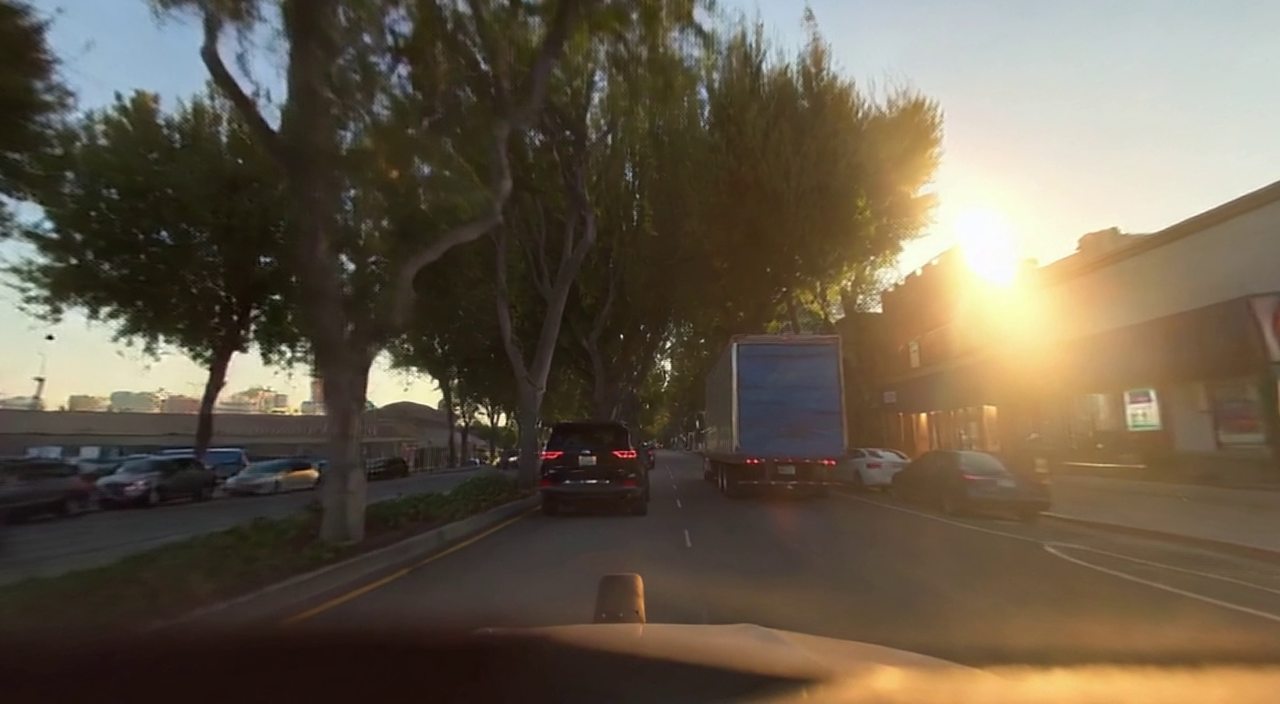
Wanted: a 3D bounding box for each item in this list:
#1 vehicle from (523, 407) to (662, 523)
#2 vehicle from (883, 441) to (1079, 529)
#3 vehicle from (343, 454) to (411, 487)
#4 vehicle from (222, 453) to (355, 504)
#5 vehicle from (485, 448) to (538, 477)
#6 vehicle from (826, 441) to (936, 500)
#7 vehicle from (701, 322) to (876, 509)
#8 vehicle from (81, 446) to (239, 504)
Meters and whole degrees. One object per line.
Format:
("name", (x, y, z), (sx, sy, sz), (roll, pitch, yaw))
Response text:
("vehicle", (-0.778, 2.379, 13.766), (2.293, 2.036, 4.853), (-1, -9, 4))
("vehicle", (6.848, 2.676, 13.319), (1.929, 1.522, 4.158), (-1, -9, 2))
("vehicle", (-15.509, 6.976, 37.514), (1.874, 1.506, 4.781), (-7, -9, 1))
("vehicle", (-12.081, 4.348, 22.147), (1.966, 1.442, 4.466), (-3, -9, 2))
("vehicle", (-7.245, 6.242, 35.991), (2.056, 1.534, 4.645), (0, -9, 0))
("vehicle", (7.127, 3.518, 19.187), (1.739, 1.582, 4.282), (0, -9, 2))
("vehicle", (3.923, 2.353, 20.639), (3.007, 4.206, 12.913), (0, -9, 2))
("vehicle", (-21.143, 5.368, 28.278), (2.233, 2.228, 5.747), (-1, -8, 4))
